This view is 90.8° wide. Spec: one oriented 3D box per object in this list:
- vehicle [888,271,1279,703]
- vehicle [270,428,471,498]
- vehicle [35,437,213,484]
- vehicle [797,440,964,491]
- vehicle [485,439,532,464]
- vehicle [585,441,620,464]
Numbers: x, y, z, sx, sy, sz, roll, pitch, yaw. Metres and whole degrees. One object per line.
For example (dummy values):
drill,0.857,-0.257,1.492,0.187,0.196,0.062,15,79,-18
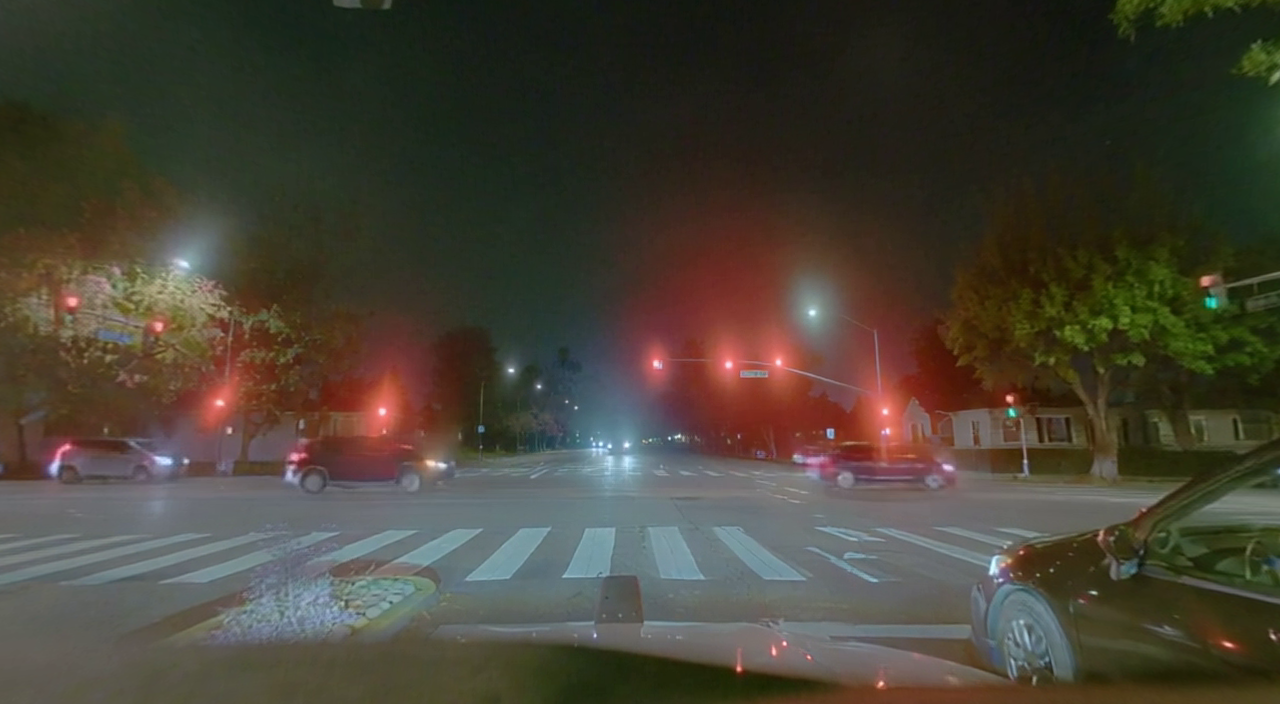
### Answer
vehicle,2.704,0.714,1.724,2.085,1.800,4.908,0,-9,1
vehicle,-6.887,2.884,16.582,4.332,1.682,2.025,0,-8,-1
vehicle,-18.850,3.978,23.305,4.532,1.633,2.130,1,-9,-5
vehicle,7.557,3.598,20.206,4.537,1.501,1.950,0,-8,0
vehicle,-8.989,6.859,43.640,2.028,1.654,5.027,0,-9,1
vehicle,-2.459,6.713,42.266,2.046,1.491,4.118,0,-9,1
